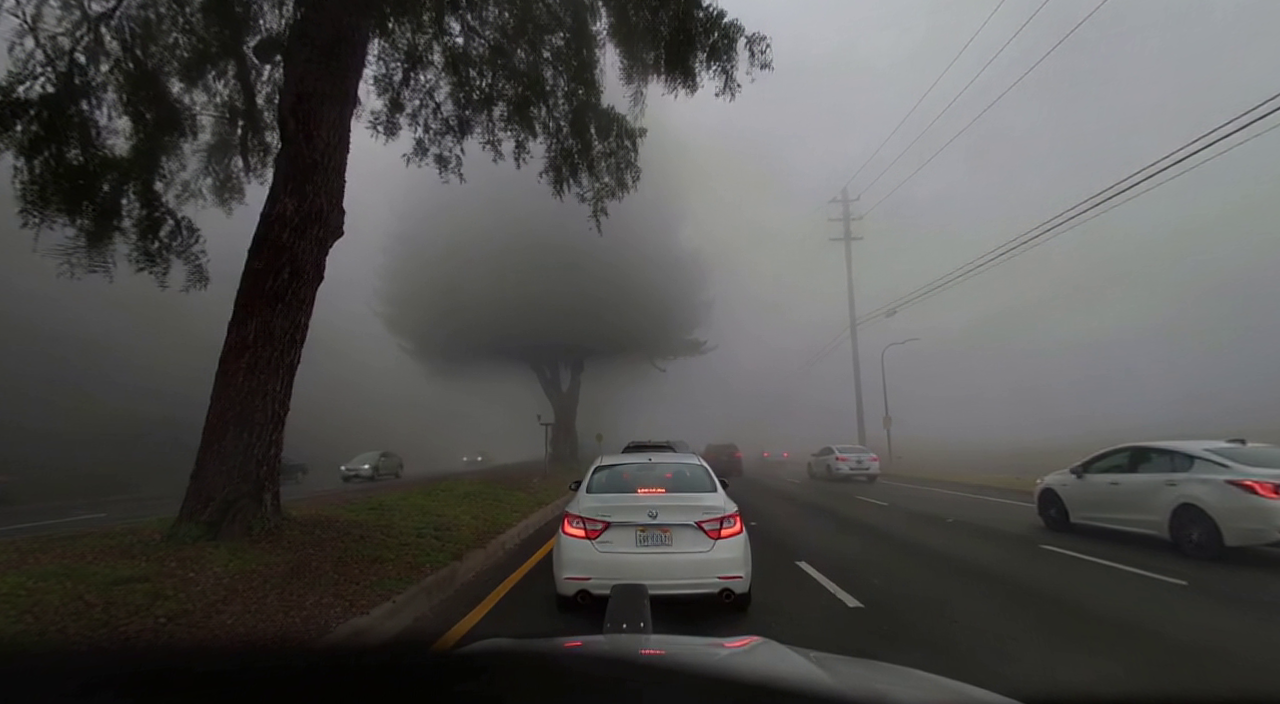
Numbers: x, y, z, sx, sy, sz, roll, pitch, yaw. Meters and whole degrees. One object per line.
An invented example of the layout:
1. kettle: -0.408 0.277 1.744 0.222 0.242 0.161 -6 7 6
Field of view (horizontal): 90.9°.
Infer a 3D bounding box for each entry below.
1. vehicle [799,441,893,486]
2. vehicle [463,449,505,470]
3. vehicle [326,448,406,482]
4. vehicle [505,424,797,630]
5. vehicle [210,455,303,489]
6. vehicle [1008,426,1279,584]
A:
1. vehicle: 7.416 4.031 23.189 1.899 1.458 4.499 0 -8 0
2. vehicle: -11.843 8.141 48.111 1.988 1.486 4.586 0 -8 1
3. vehicle: -14.992 6.176 34.863 2.291 1.682 4.835 0 -8 0
4. vehicle: 0.071 1.563 6.613 2.108 1.479 3.935 0 -8 0
5. vehicle: -19.204 6.013 31.848 1.853 1.489 4.449 0 -8 0
6. vehicle: 7.009 1.757 8.122 1.850 1.480 4.474 0 -8 1
